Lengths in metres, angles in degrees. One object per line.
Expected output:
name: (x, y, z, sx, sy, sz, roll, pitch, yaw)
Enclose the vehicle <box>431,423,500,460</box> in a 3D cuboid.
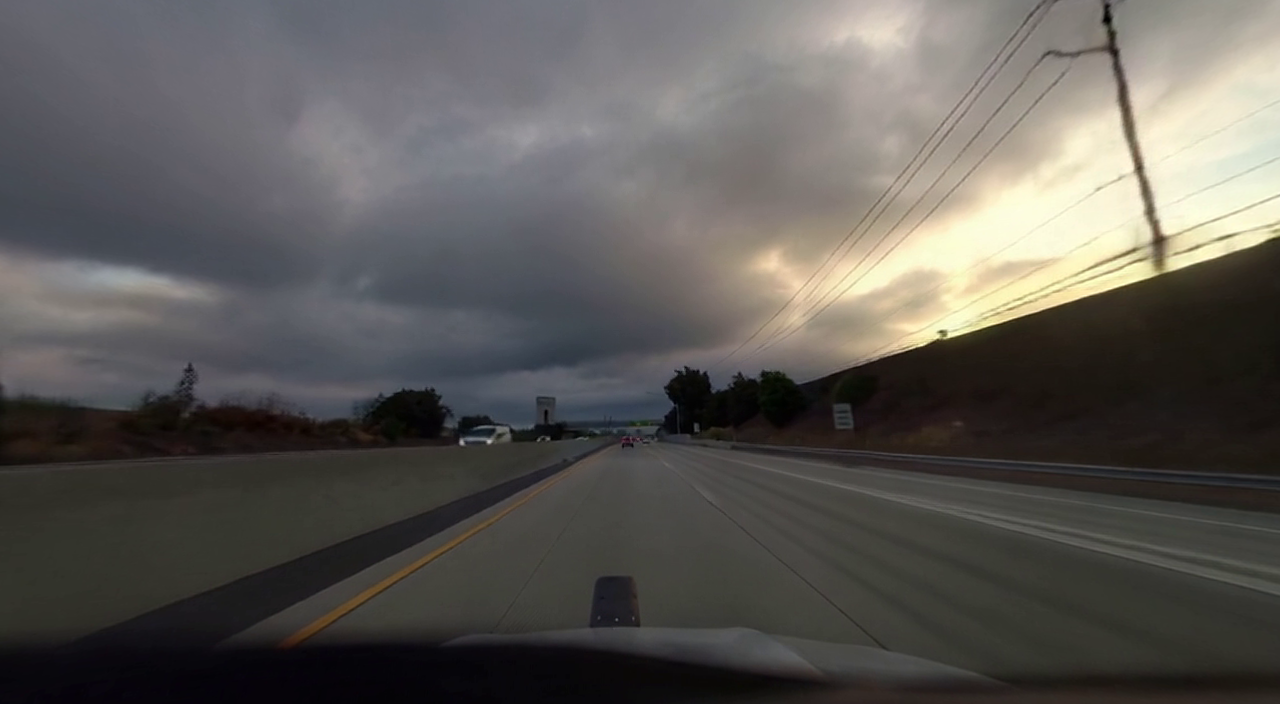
vehicle: (-9.633, 5.004, 35.312, 2.266, 1.864, 5.731, 0, -8, 0)
